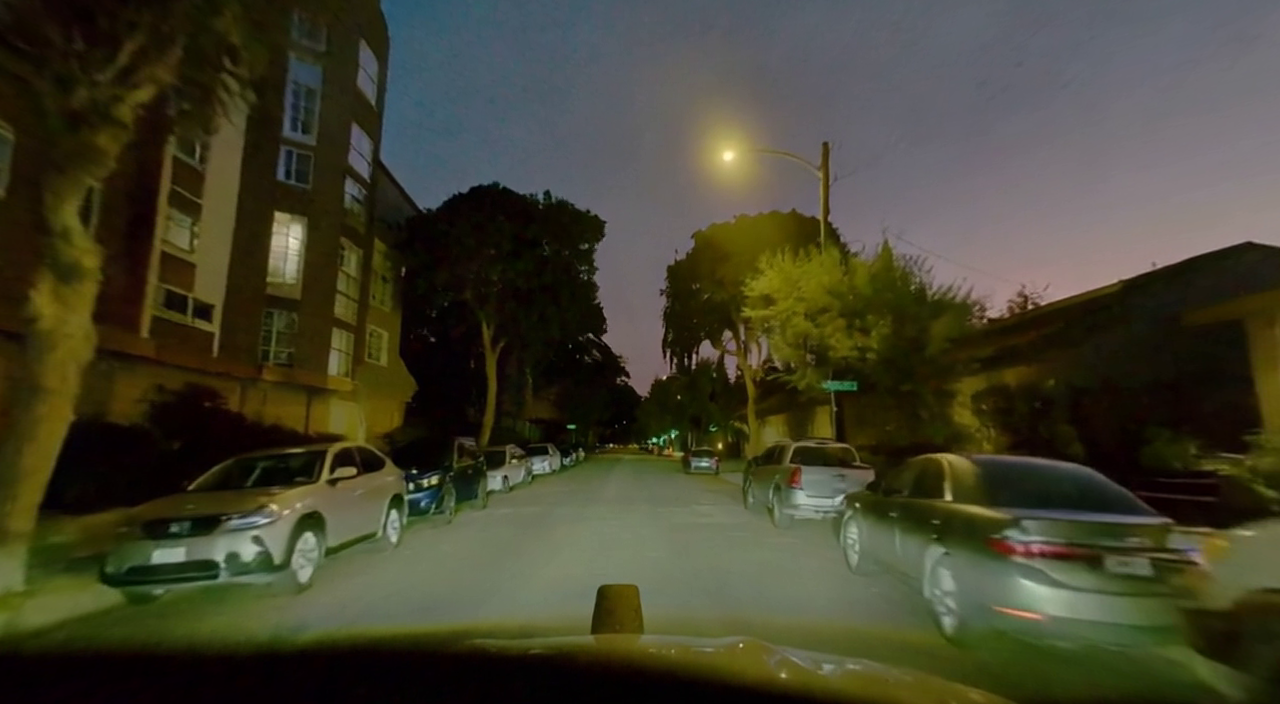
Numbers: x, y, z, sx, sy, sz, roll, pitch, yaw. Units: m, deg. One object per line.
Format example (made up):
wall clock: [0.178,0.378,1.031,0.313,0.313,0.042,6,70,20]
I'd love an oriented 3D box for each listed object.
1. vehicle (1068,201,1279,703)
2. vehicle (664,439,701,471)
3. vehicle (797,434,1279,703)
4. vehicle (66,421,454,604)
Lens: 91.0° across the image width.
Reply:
vehicle: [3.070,0.385,0.488,1.993,2.129,4.893,-1,-7,0]
vehicle: [3.028,7.414,45.793,2.191,2.038,4.962,0,-6,-2]
vehicle: [3.050,1.557,5.911,1.808,1.428,4.824,-1,-6,-1]
vehicle: [-4.092,1.762,8.038,1.908,1.493,4.806,4,-8,0]
